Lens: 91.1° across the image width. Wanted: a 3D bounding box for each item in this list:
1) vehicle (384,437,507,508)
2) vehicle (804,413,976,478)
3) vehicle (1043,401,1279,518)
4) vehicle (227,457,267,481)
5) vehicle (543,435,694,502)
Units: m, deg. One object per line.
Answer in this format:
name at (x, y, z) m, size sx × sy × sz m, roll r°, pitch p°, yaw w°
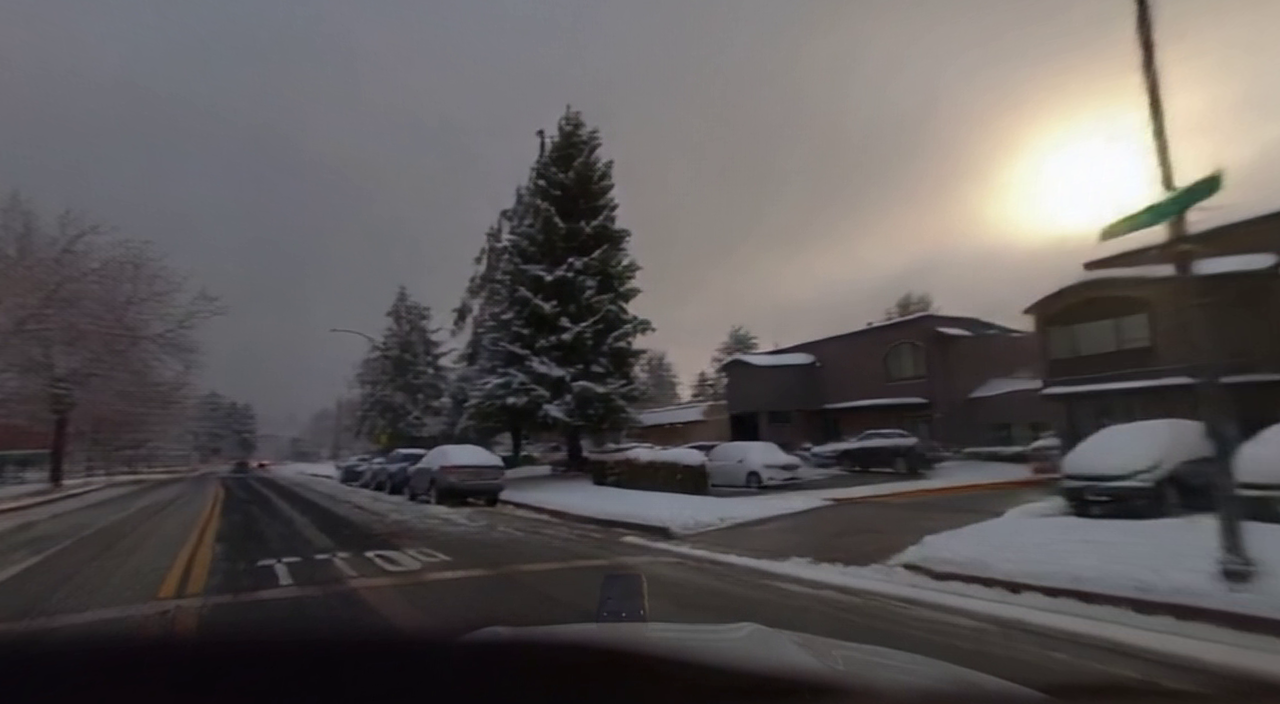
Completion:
vehicle at (-6.642, 3.871, 20.898) m, size 2.292 × 1.974 × 5.853 m, roll 5°, pitch -10°, yaw -33°
vehicle at (14.048, 5.418, 36.486) m, size 2.928 × 3.230 × 9.384 m, roll 5°, pitch -9°, yaw -30°
vehicle at (10.044, 1.805, 10.745) m, size 1.959 × 1.753 × 4.778 m, roll 5°, pitch -10°, yaw -32°
vehicle at (-27.946, 8.256, 44.559) m, size 2.010 × 1.499 × 4.107 m, roll 6°, pitch -10°, yaw -35°
vehicle at (-0.967, 3.866, 21.782) m, size 2.282 × 1.893 × 6.027 m, roll 4°, pitch -8°, yaw -35°
